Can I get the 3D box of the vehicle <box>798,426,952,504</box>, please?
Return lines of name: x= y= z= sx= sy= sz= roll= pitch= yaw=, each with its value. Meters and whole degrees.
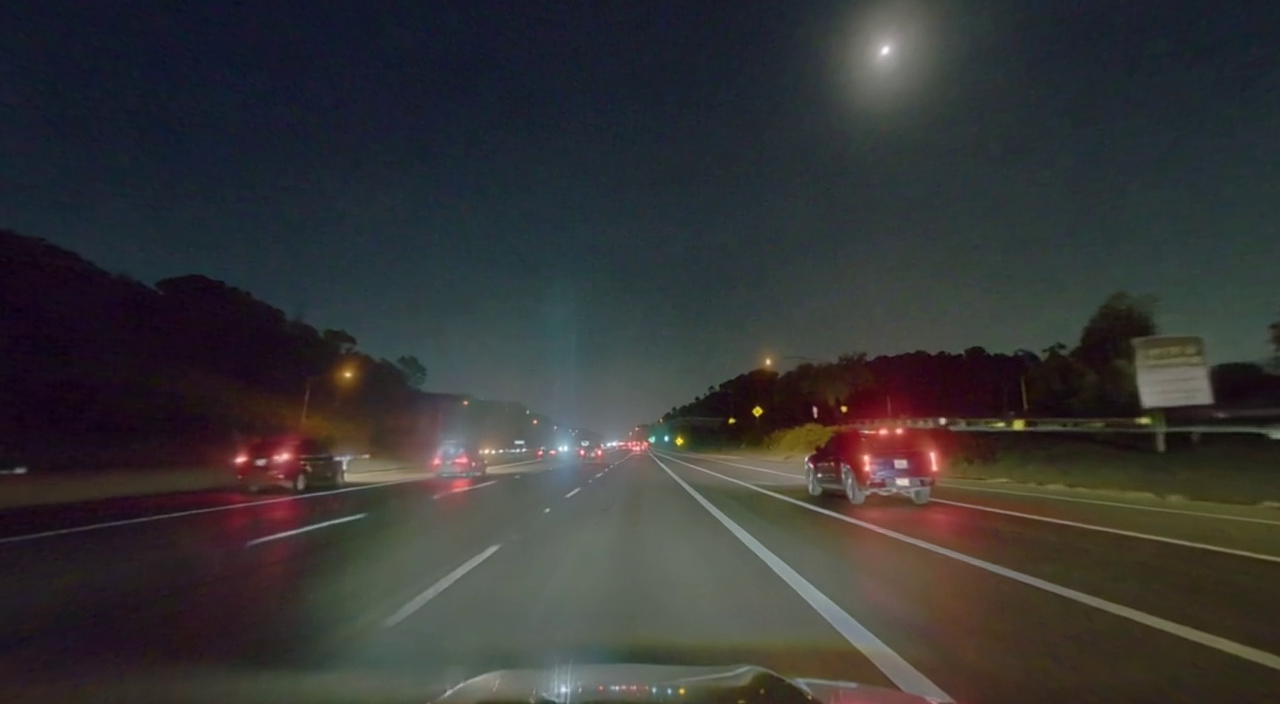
vehicle: x=6.133 y=3.029 z=17.243 sx=2.259 sy=1.816 sz=4.862 roll=0 pitch=-9 yaw=-1

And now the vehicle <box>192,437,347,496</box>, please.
vehicle: x=-11.289 y=3.505 z=19.658 sx=2.107 sy=1.628 sz=4.446 roll=0 pitch=-9 yaw=0

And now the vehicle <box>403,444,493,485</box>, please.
vehicle: x=-7.483 y=4.428 z=25.136 sx=2.071 sy=1.486 sz=4.703 roll=0 pitch=-9 yaw=1
